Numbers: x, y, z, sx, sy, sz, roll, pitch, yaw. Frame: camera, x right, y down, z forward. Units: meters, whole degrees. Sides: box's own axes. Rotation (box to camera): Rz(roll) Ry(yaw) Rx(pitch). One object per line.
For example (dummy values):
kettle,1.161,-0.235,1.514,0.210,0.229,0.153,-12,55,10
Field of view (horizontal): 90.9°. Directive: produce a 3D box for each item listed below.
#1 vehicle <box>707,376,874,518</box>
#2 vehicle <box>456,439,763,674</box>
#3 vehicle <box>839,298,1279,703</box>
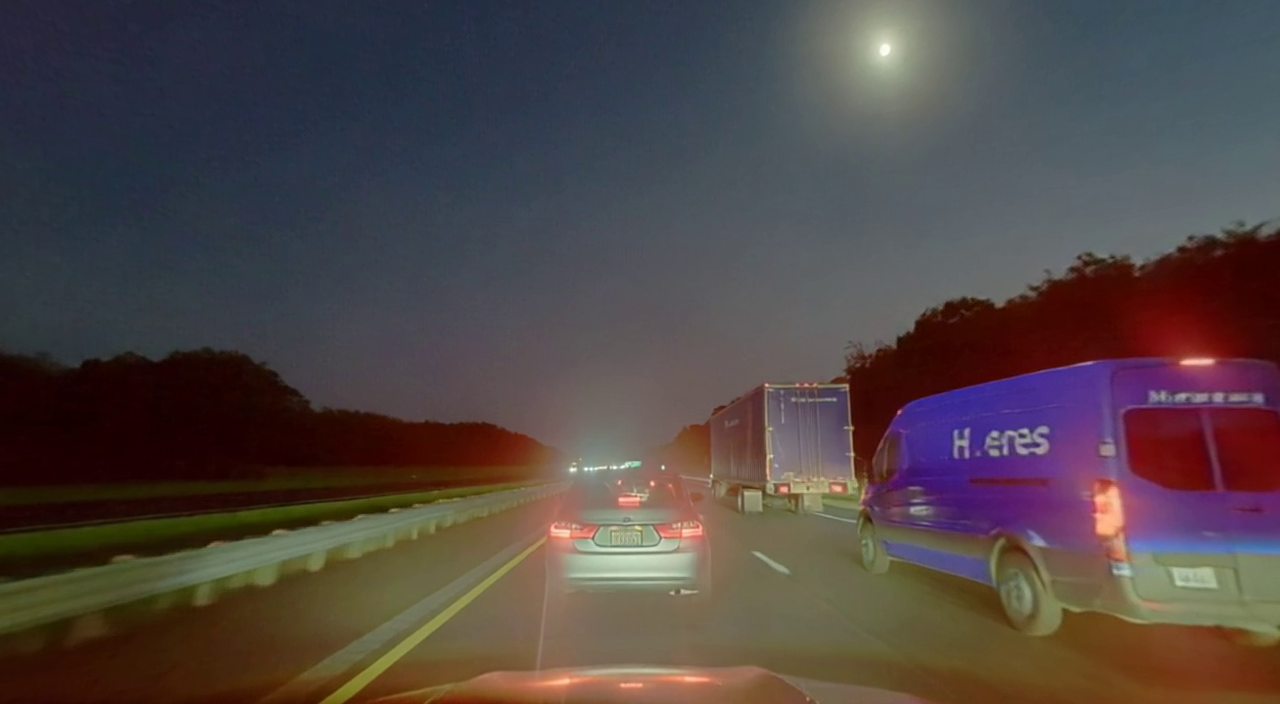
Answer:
vehicle,4.823,3.688,23.373,2.936,3.972,11.144,1,-11,-3
vehicle,-0.245,1.656,5.874,1.980,1.493,3.410,1,-11,-2
vehicle,4.163,1.383,6.643,2.328,2.537,5.290,1,-11,0
